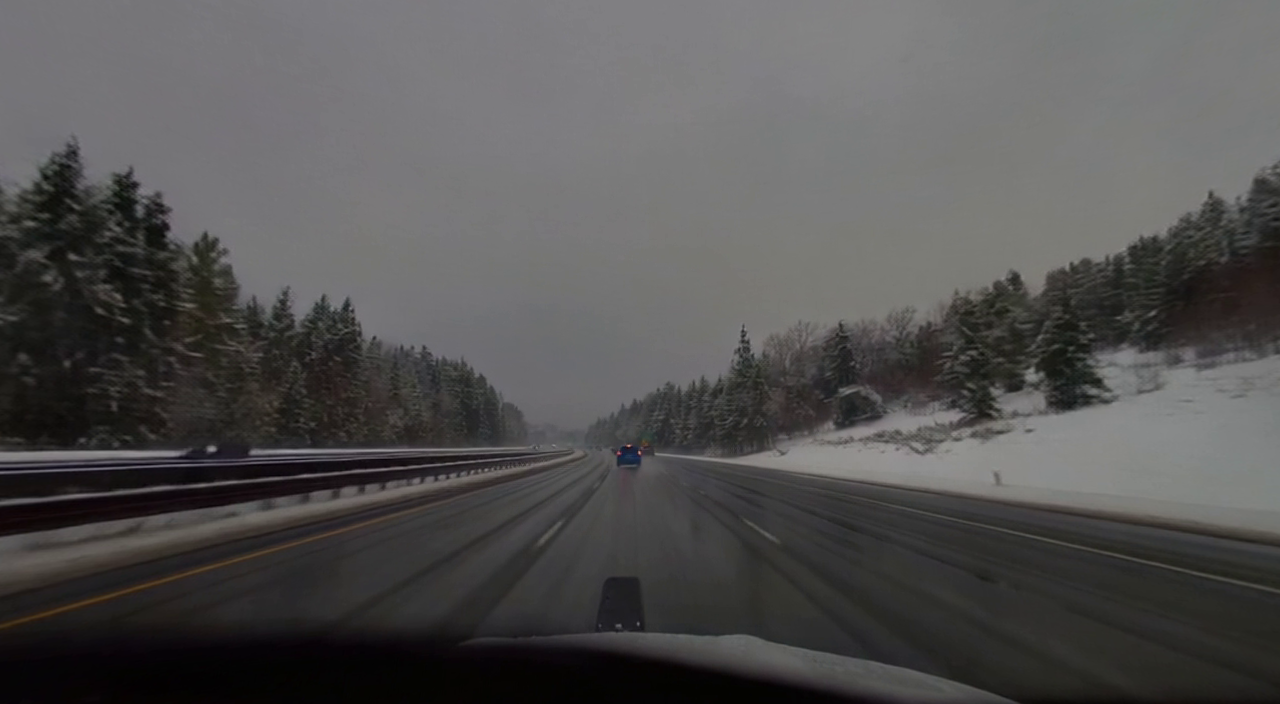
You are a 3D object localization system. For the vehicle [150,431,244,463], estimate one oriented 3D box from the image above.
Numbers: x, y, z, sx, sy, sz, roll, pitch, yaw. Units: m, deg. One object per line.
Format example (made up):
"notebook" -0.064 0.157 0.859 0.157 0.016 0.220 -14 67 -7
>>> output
"vehicle" -21.738 4.696 31.146 1.775 1.464 4.111 0 -9 -3
